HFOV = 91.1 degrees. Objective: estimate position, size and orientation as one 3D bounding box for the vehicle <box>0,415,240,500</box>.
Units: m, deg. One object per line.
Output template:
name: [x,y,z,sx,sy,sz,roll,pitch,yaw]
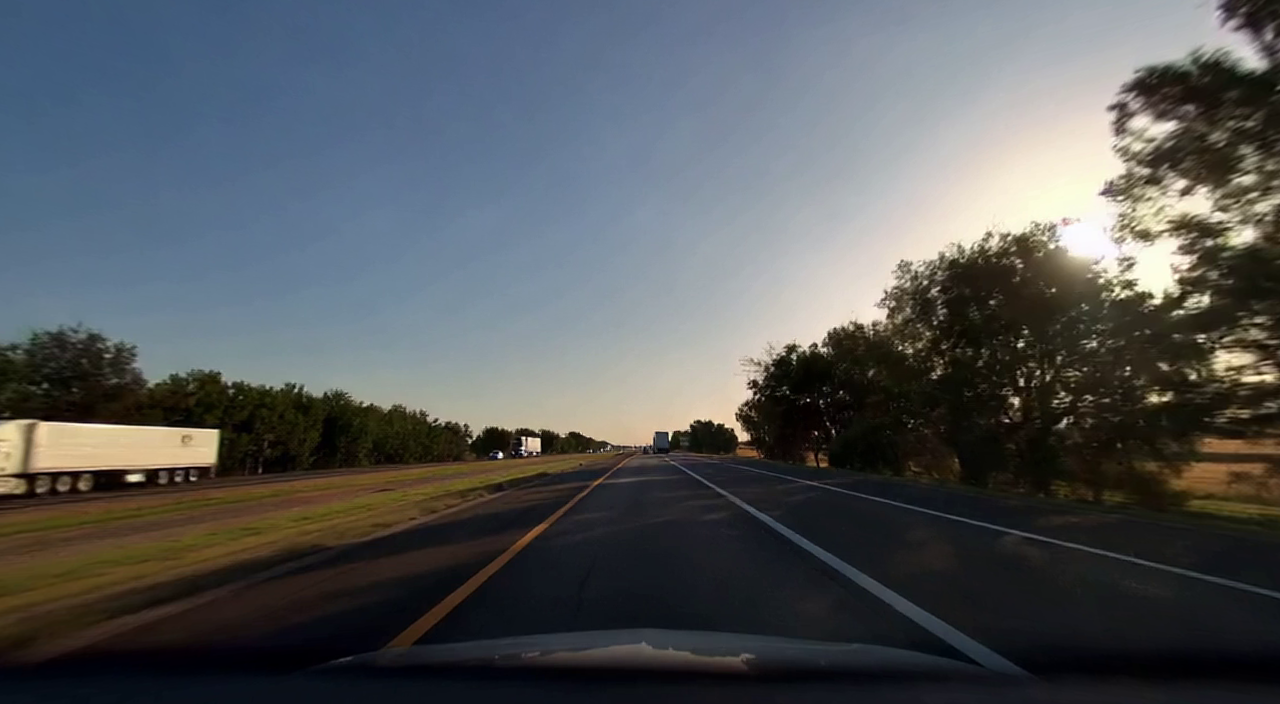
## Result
vehicle: [-32.493,6.512,39.947,2.933,4.229,16.545,0,-8,1]
